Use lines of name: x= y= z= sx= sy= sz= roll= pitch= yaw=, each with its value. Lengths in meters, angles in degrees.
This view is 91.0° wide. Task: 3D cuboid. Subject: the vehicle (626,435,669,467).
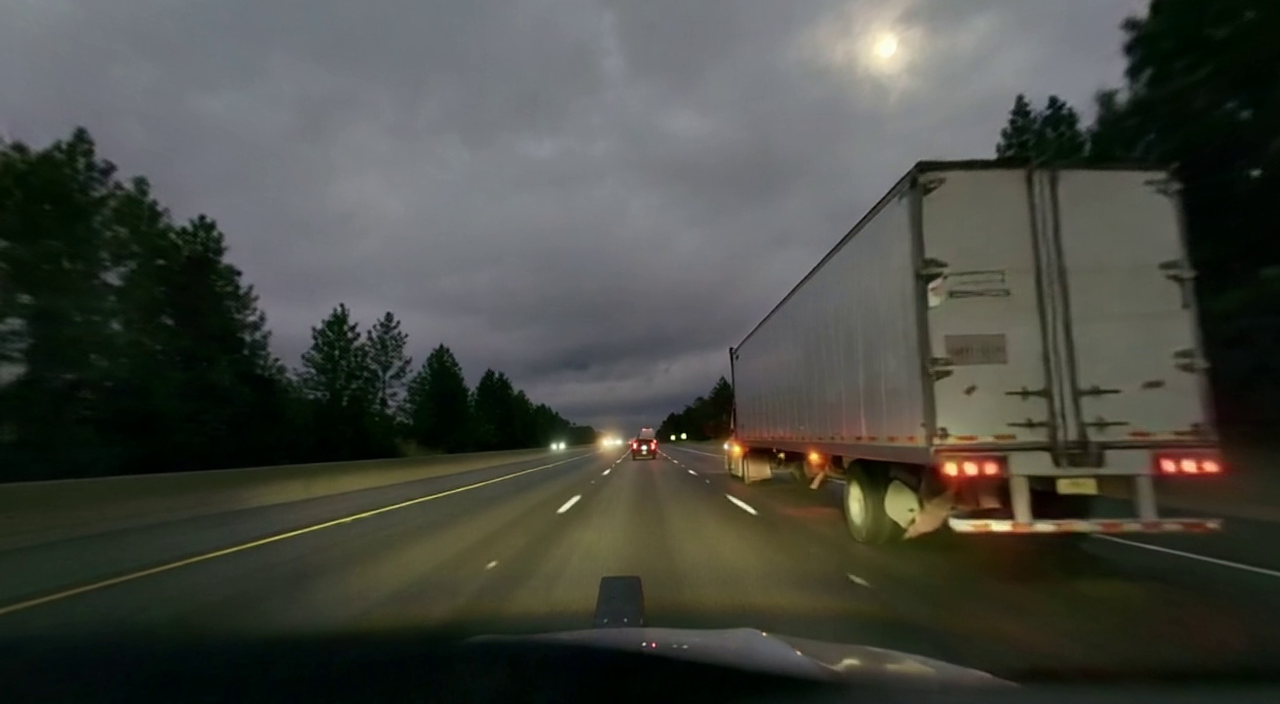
vehicle: x=0.444 y=5.239 z=33.546 sx=2.139 sy=1.607 sz=4.034 roll=0 pitch=-8 yaw=2

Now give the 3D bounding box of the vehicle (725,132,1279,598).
vehicle: x=4.193 y=0.995 z=12.577 sx=3.005 sy=4.131 sz=14.221 roll=0 pitch=-8 yaw=0
